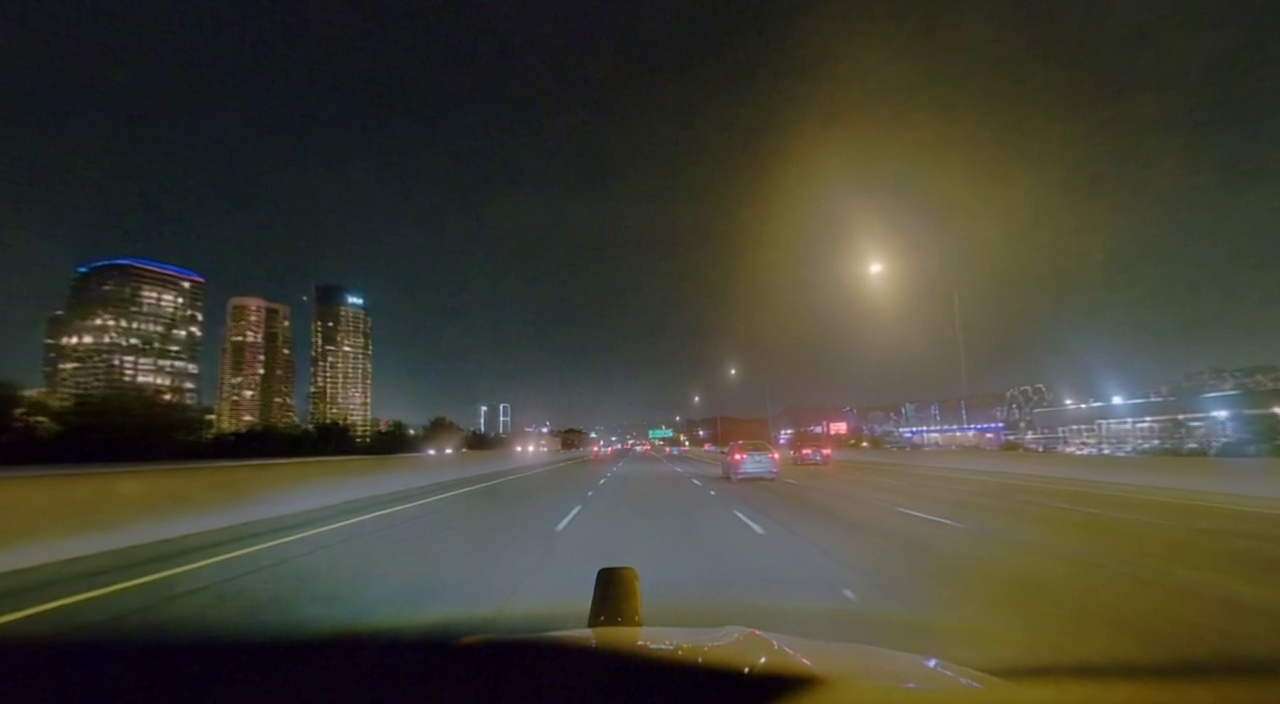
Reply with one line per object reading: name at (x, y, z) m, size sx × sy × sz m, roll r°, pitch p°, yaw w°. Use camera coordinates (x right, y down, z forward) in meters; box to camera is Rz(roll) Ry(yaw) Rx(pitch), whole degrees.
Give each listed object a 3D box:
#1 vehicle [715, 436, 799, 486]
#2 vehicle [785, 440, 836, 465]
vehicle at (3.840, 3.647, 21.480) m, size 1.961 × 1.504 × 4.094 m, roll 0°, pitch -8°, yaw -1°
vehicle at (11.104, 6.571, 41.468) m, size 2.019 × 1.529 × 4.385 m, roll 0°, pitch -8°, yaw -1°
